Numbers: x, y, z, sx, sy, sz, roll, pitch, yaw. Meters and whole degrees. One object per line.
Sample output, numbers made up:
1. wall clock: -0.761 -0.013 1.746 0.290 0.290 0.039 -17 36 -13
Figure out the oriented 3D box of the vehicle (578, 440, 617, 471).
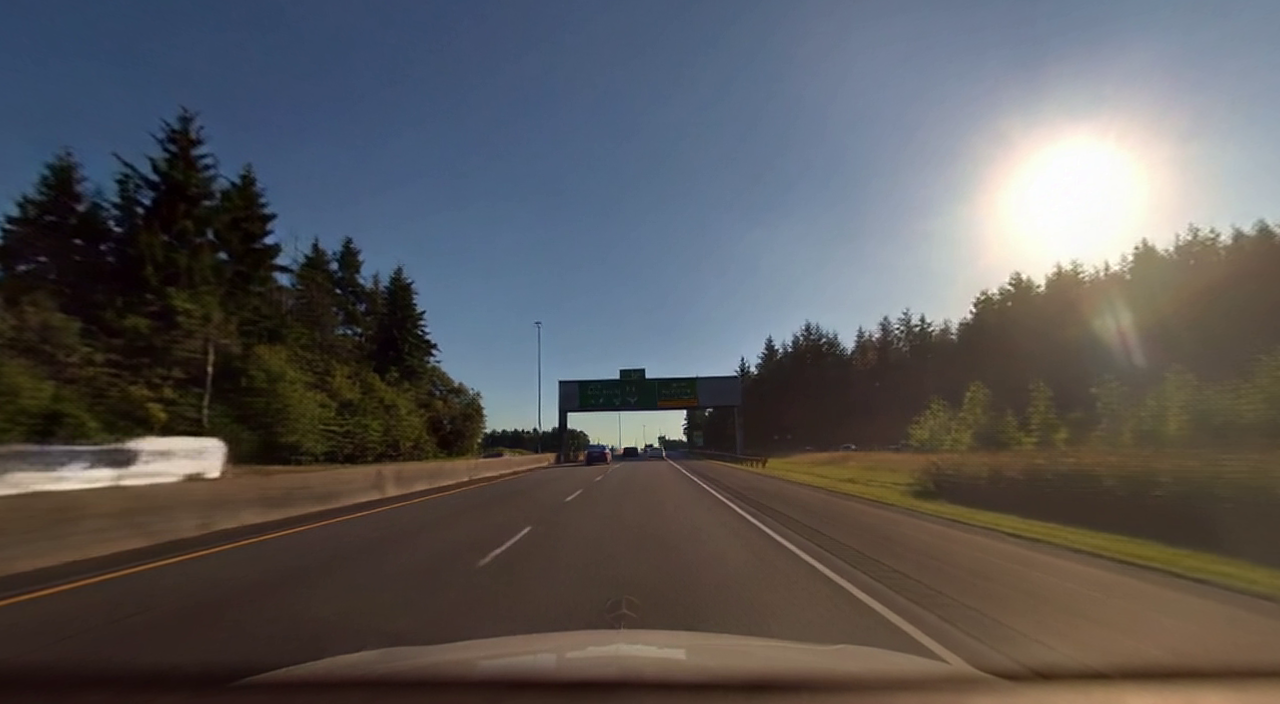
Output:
1. vehicle: -2.723 6.759 41.363 2.143 1.853 4.123 0 -9 2
